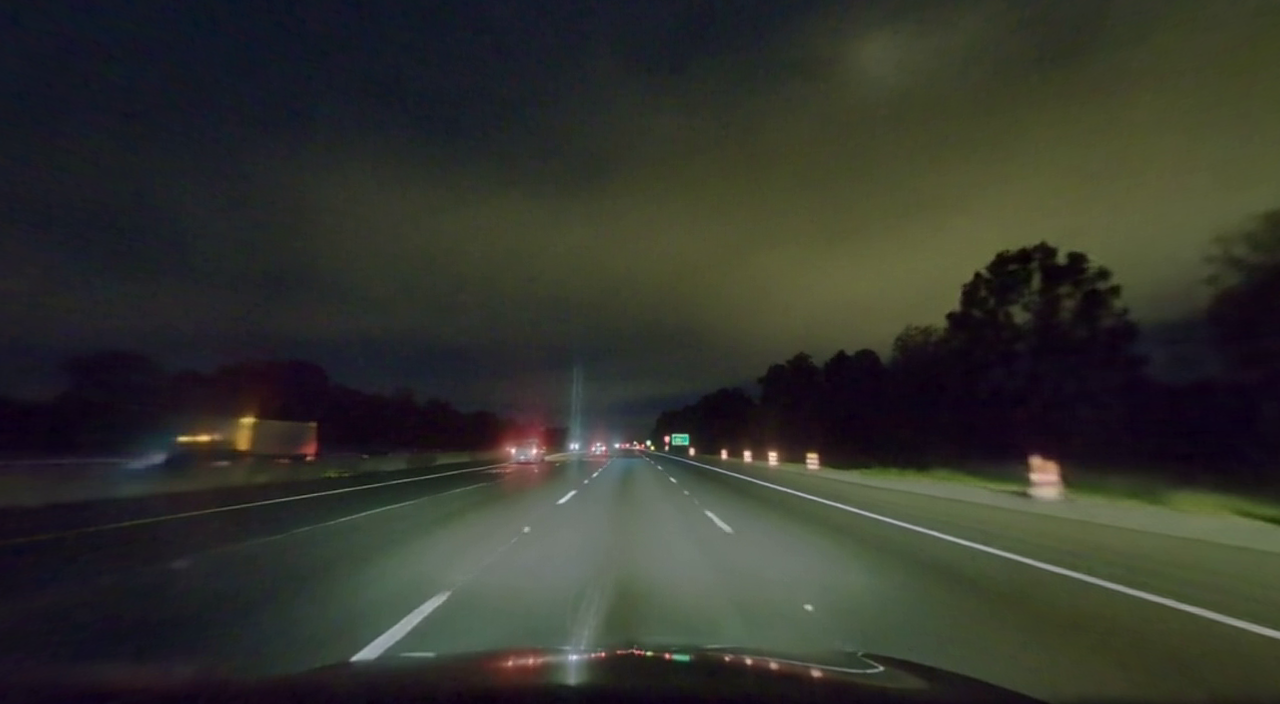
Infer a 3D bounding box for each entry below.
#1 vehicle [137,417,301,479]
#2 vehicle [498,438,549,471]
[{"bbox_3d":[-24.045,5.629,37.085,2.856,3.156,9.811,0,-9,0],"label":"vehicle"},{"bbox_3d":[-6.586,5.831,36.162,2.036,1.758,4.529,0,-9,0],"label":"vehicle"}]
